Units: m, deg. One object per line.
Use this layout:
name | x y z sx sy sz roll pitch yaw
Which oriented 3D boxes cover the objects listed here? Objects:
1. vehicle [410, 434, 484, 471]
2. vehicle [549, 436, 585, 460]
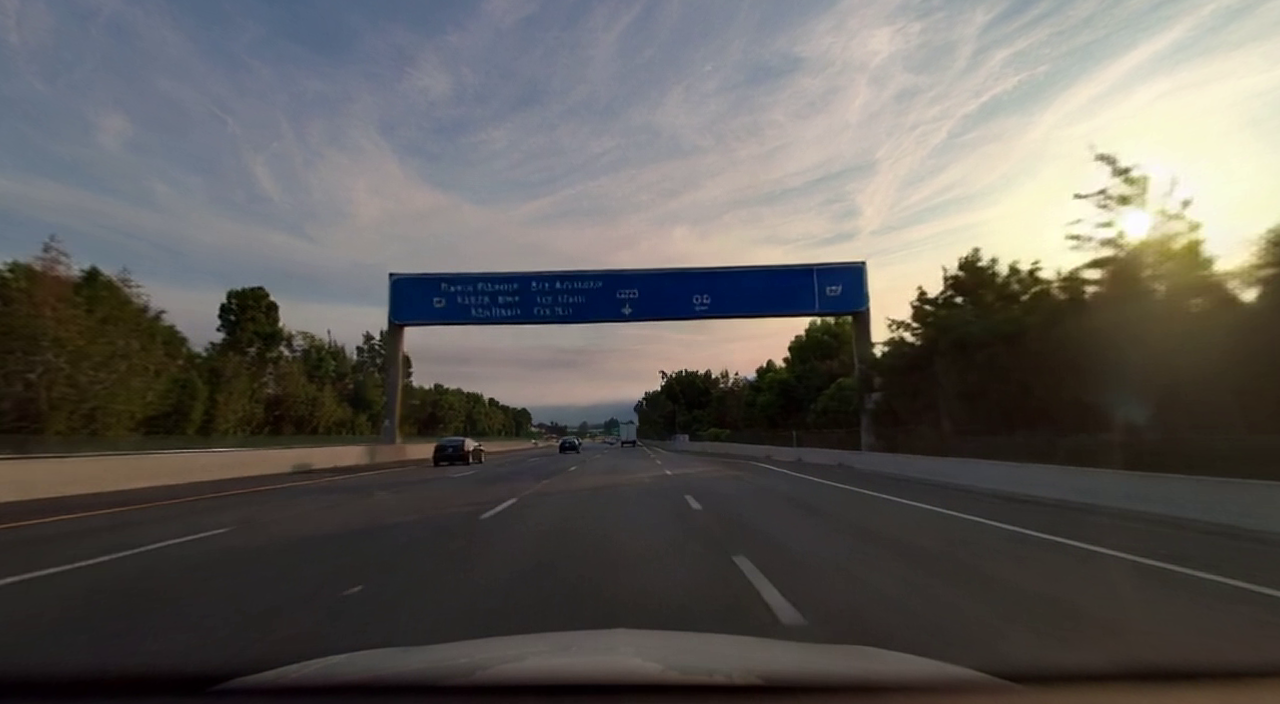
vehicle | -8.475 4.430 28.075 1.973 1.470 4.270 0 -8 0
vehicle | -4.734 6.301 41.491 1.912 1.495 3.703 0 -8 0
